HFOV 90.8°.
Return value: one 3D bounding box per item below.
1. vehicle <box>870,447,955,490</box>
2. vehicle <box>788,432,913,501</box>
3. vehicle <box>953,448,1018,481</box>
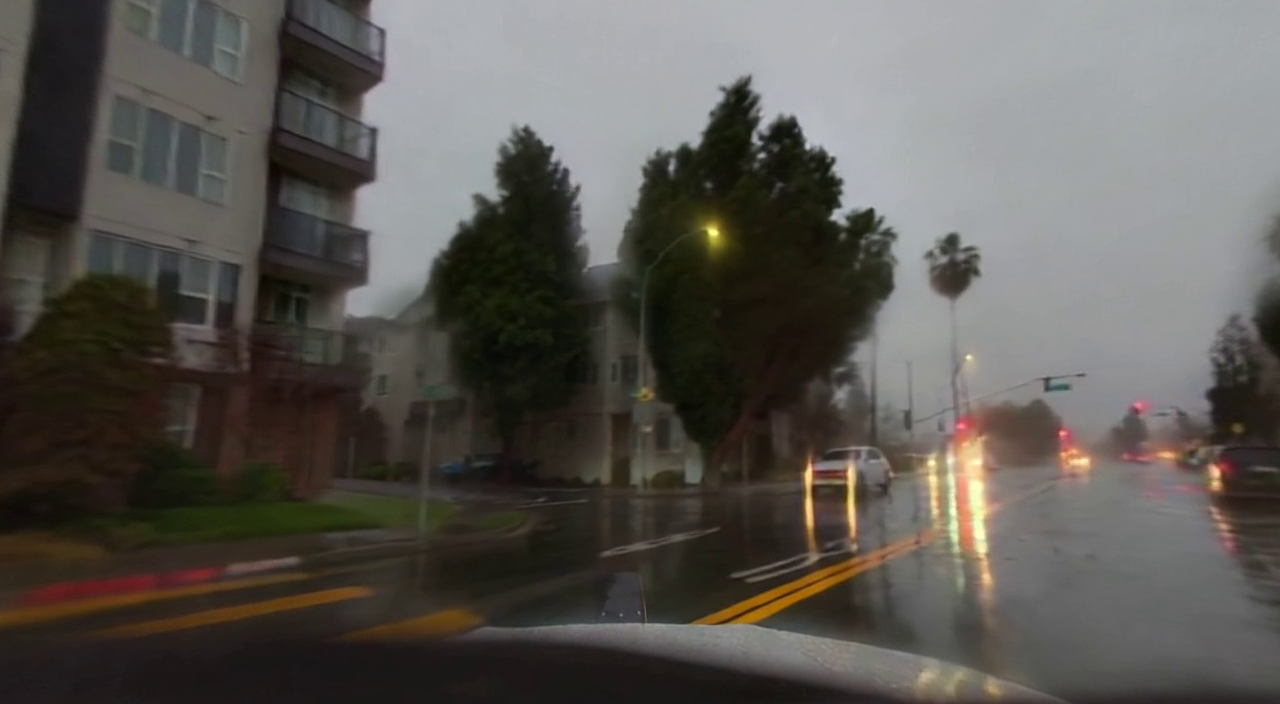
[{"bbox_3d":[10.382,4.326,23.871,1.789,1.462,4.313,-7,-11,38],"label":"vehicle"},{"bbox_3d":[6.525,3.409,19.262,1.993,1.817,4.619,-7,-11,39],"label":"vehicle"},{"bbox_3d":[17.601,5.656,32.089,1.934,1.484,4.630,-7,-11,39],"label":"vehicle"}]
